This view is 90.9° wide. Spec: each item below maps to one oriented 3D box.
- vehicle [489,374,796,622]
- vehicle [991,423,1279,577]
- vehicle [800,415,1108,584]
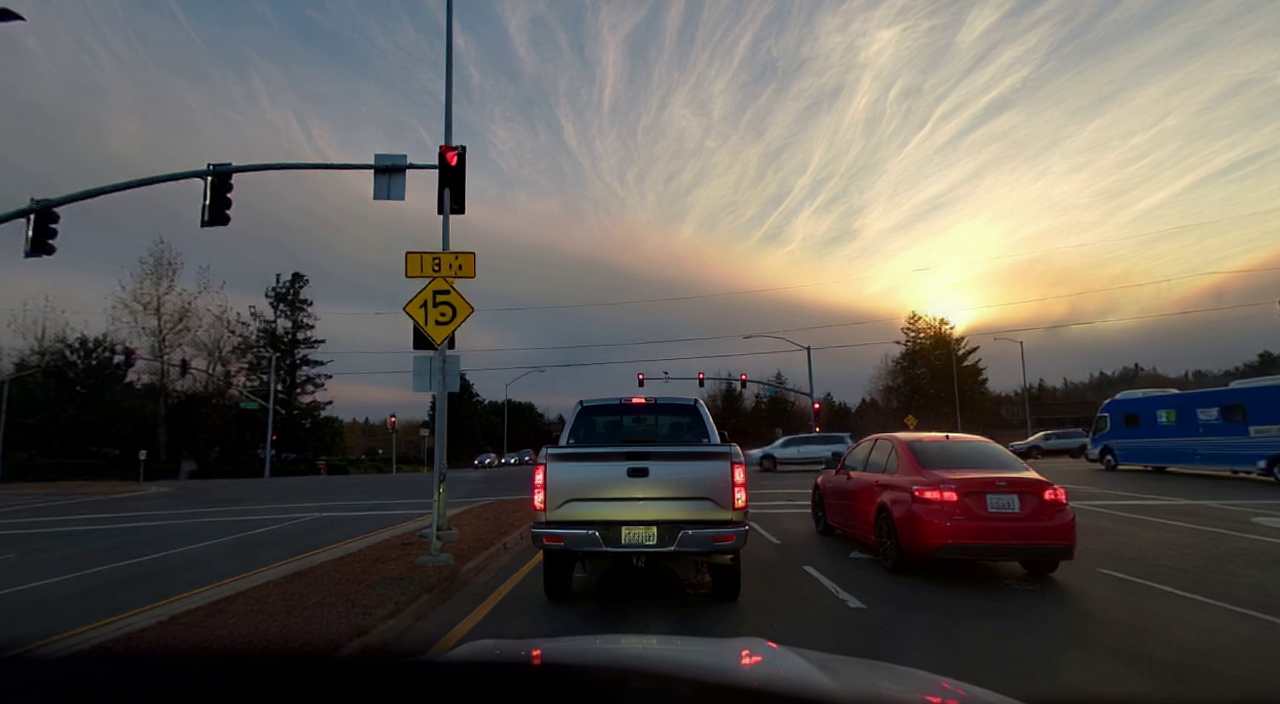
[{"bbox_3d":[0.044,1.474,7.356,2.326,1.880,4.964,0,-8,1],"label":"vehicle"},{"bbox_3d":[6.827,1.743,8.263,1.973,1.470,4.228,0,-8,0],"label":"vehicle"},{"bbox_3d":[3.573,1.731,8.201,1.981,1.616,4.006,0,-8,1],"label":"vehicle"}]
